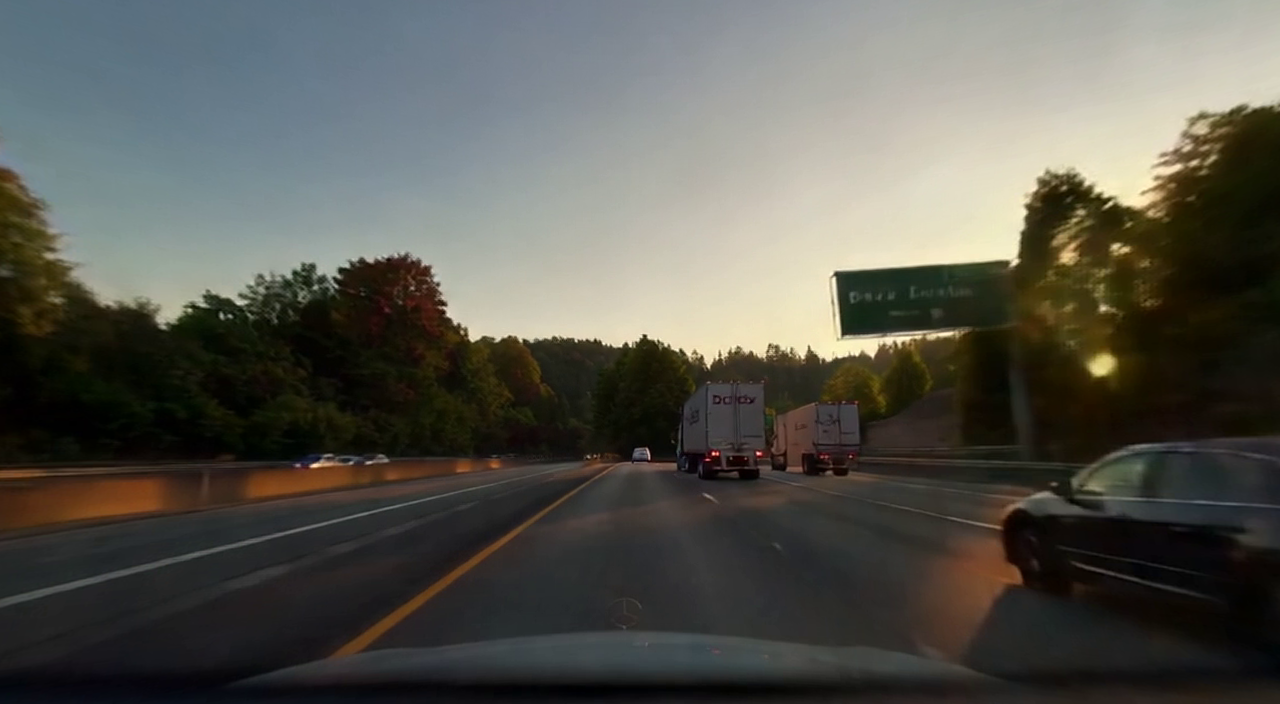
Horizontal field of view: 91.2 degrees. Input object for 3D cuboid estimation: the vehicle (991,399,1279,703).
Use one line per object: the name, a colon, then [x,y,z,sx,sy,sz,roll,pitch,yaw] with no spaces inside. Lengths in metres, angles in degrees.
vehicle: [3.997,1.019,3.277,1.948,1.481,3.955,0,-9,-1]

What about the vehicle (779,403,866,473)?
vehicle: [11.407,5.562,40.188,2.938,3.990,8.556,0,-9,0]

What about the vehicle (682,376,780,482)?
vehicle: [3.762,3.659,28.628,3.025,4.010,9.542,0,-9,0]
